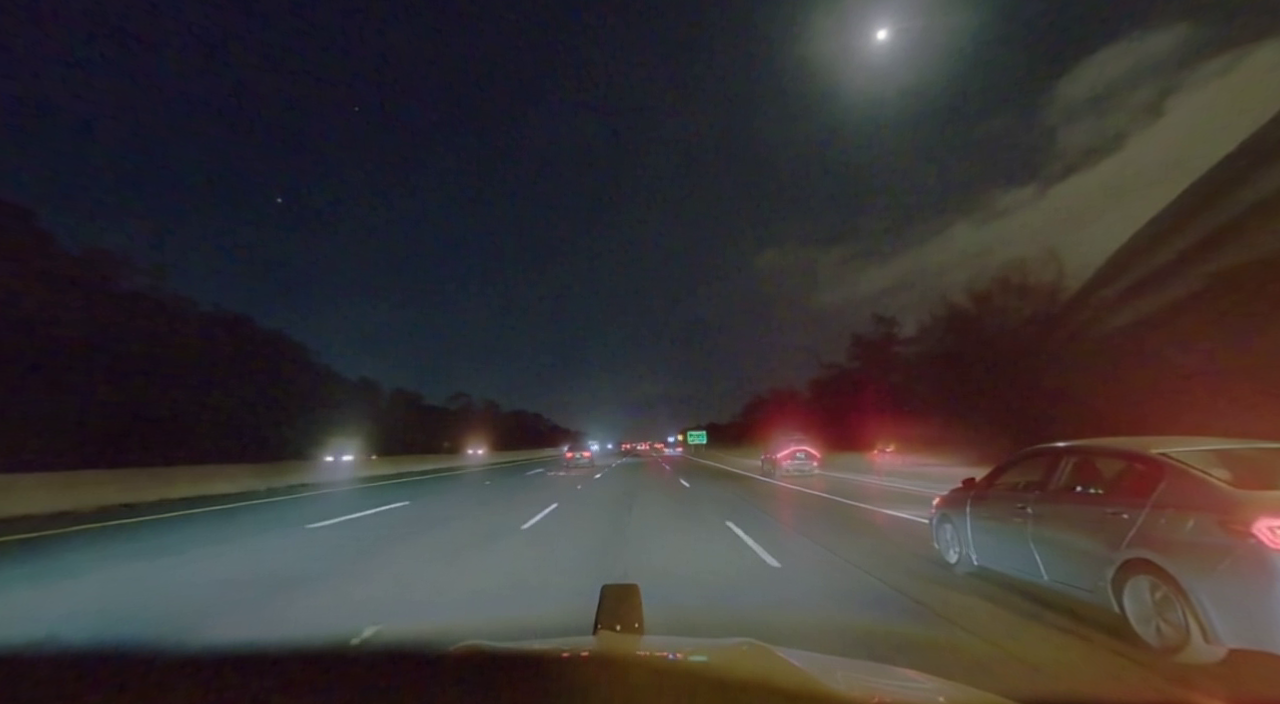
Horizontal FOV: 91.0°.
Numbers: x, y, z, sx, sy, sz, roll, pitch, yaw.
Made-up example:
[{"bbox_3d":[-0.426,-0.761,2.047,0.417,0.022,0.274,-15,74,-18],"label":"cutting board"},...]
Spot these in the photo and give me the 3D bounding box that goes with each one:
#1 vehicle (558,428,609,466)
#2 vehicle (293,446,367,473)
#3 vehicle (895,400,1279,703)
[{"bbox_3d":[-3.514,6.141,40.578,2.496,2.203,6.317,0,-9,1],"label":"vehicle"},{"bbox_3d":[-18.570,6.443,37.991,1.981,1.526,4.512,0,-9,4],"label":"vehicle"},{"bbox_3d":[3.775,1.241,4.329,2.047,1.532,4.884,0,-9,1],"label":"vehicle"}]
